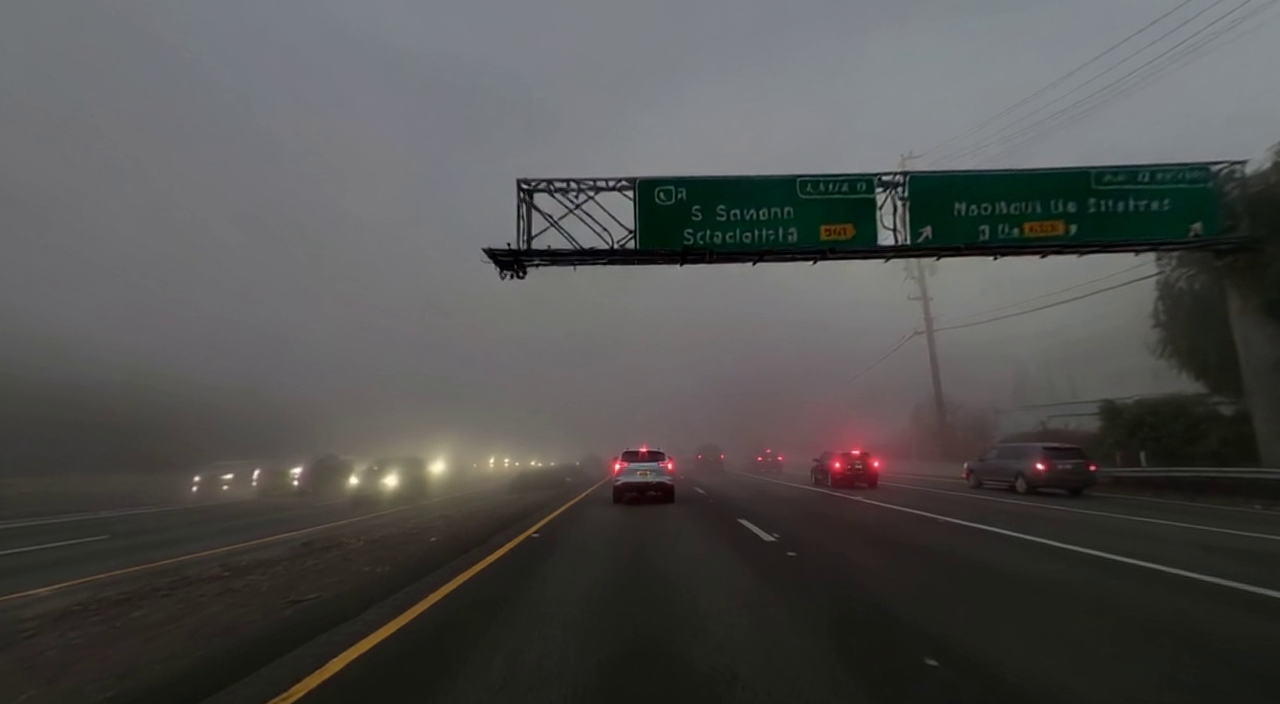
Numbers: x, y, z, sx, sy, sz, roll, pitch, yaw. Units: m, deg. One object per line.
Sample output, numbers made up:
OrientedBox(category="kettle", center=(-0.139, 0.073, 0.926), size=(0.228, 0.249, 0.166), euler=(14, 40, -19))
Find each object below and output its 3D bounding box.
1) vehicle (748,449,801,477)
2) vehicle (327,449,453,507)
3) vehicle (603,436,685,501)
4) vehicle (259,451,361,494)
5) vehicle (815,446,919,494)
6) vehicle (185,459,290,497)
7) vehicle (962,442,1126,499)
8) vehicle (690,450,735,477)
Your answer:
OrientedBox(category="vehicle", center=(7.516, 6.221, 35.648), size=(1.934, 1.461, 4.368), euler=(0, -9, -1))
OrientedBox(category="vehicle", center=(-7.615, 3.840, 19.798), size=(2.004, 1.596, 4.520), euler=(0, -9, 1))
OrientedBox(category="vehicle", center=(0.110, 3.593, 19.908), size=(2.298, 1.809, 4.359), euler=(0, -9, 0))
OrientedBox(category="vehicle", center=(-14.672, 5.360, 28.457), size=(2.032, 1.721, 4.683), euler=(0, -9, 1))
OrientedBox(category="vehicle", center=(7.580, 3.953, 21.593), size=(1.958, 1.473, 4.201), euler=(0, -9, 0))
OrientedBox(category="vehicle", center=(-17.663, 5.512, 28.001), size=(1.752, 1.449, 4.321), euler=(0, -9, 0))
OrientedBox(category="vehicle", center=(11.819, 3.457, 18.929), size=(1.901, 1.485, 4.483), euler=(0, -9, 0))
OrientedBox(category="vehicle", center=(4.202, 6.535, 37.338), size=(2.115, 1.481, 3.968), euler=(0, -9, -1))
